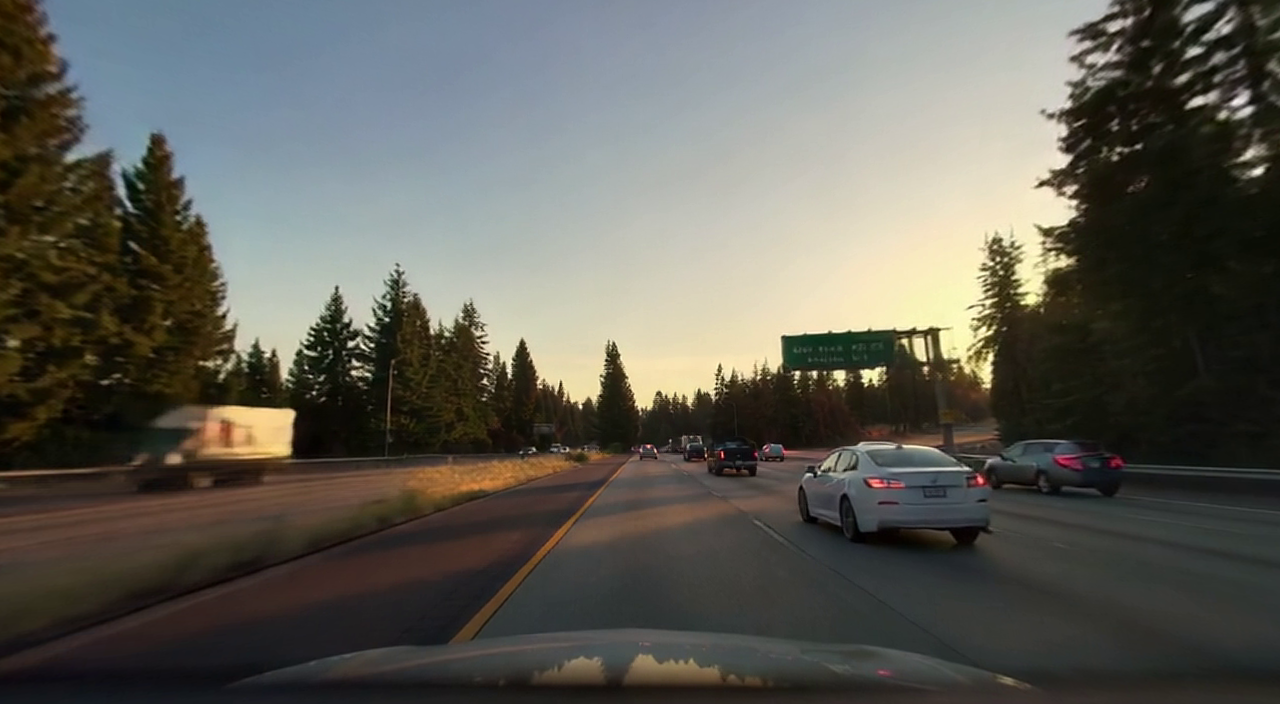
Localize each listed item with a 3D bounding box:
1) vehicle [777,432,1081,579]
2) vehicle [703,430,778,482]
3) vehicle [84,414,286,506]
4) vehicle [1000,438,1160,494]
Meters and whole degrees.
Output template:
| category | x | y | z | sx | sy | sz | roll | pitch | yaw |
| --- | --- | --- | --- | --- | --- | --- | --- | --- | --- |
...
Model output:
| category | x | y | z | sx | sy | sz | roll | pitch | yaw |
| --- | --- | --- | --- | --- | --- | --- | --- | --- | --- |
| vehicle | 3.429 | 1.906 | 8.735 | 1.904 | 1.453 | 4.789 | 0 | -9 | -1 |
| vehicle | 4.055 | 4.312 | 26.317 | 2.206 | 1.902 | 5.460 | 0 | -9 | 0 |
| vehicle | -14.748 | 3.534 | 20.999 | 2.305 | 2.613 | 5.756 | 0 | -9 | 0 |
| vehicle | 15.136 | 3.911 | 22.043 | 2.027 | 1.711 | 4.963 | 0 | -9 | 0 |
